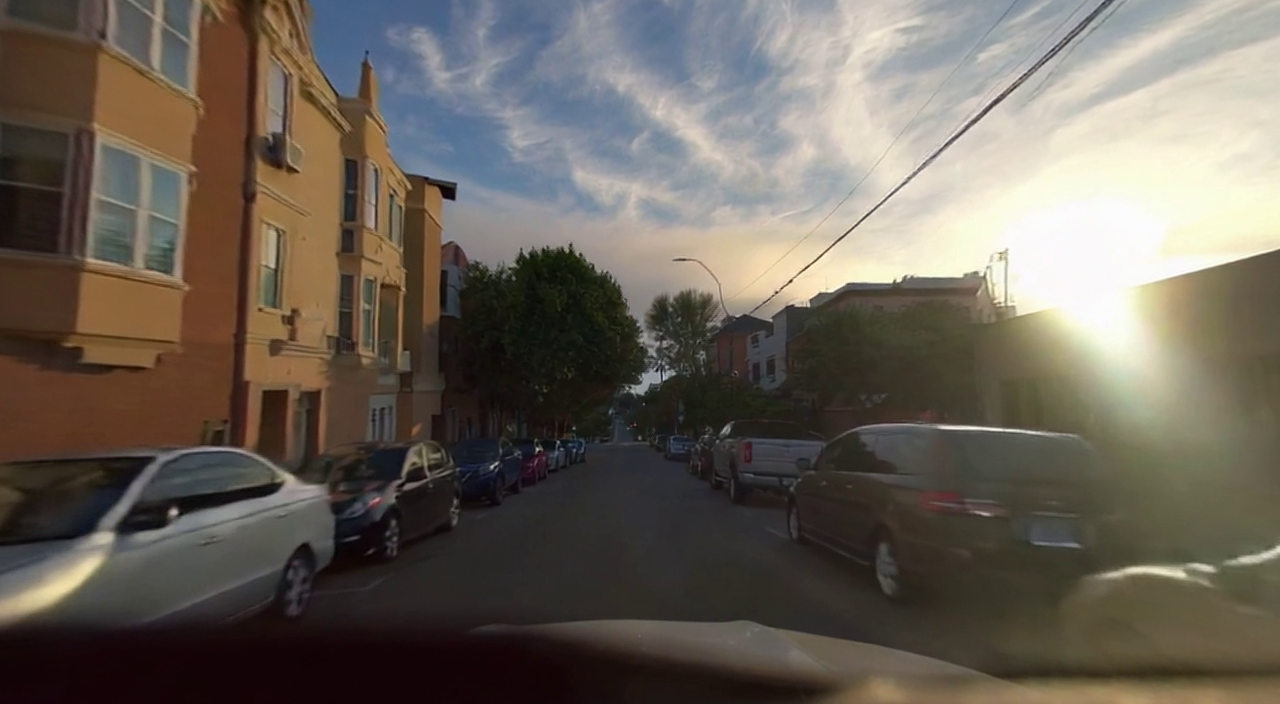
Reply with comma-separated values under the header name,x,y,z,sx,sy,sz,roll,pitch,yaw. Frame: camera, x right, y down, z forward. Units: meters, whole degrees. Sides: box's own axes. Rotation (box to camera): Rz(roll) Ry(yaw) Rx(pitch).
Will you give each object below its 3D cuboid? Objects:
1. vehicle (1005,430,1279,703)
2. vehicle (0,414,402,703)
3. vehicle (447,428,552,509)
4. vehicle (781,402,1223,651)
name,x,y,z,sx,sy,sz,roll,pitch,yaw
vehicle,3.246,0.994,1.924,1.809,1.444,3.882,2,-8,-3
vehicle,-3.293,1.280,4.298,2.016,1.594,4.146,-2,-6,-4
vehicle,-3.509,2.904,16.568,1.880,1.608,4.729,-2,-5,-3
vehicle,3.072,1.538,6.789,2.032,1.684,4.564,2,-8,-1
